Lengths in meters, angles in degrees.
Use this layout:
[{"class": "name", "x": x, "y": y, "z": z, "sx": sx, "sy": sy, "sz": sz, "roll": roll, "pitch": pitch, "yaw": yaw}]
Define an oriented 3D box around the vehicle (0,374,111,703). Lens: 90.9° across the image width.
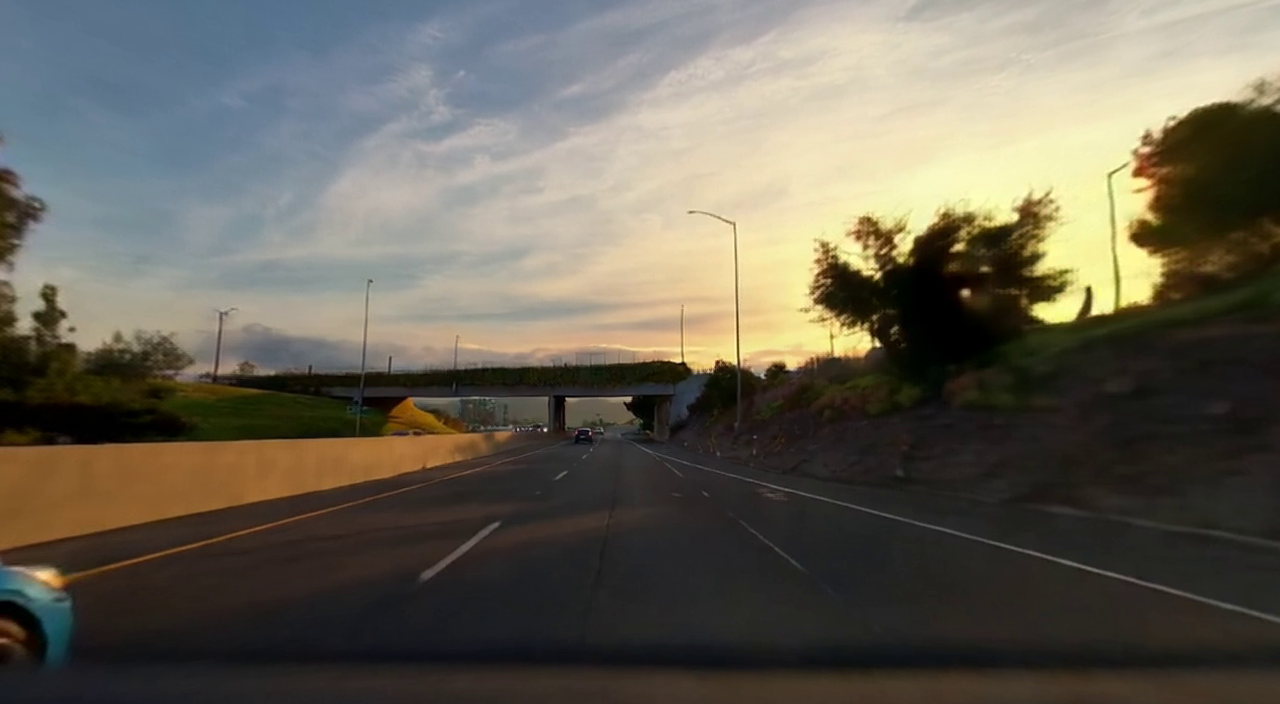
[{"class": "vehicle", "x": -3.426, "y": 0.612, "z": 0.459, "sx": 2.108, "sy": 1.555, "sz": 4.574, "roll": 0, "pitch": -8, "yaw": 0}]
